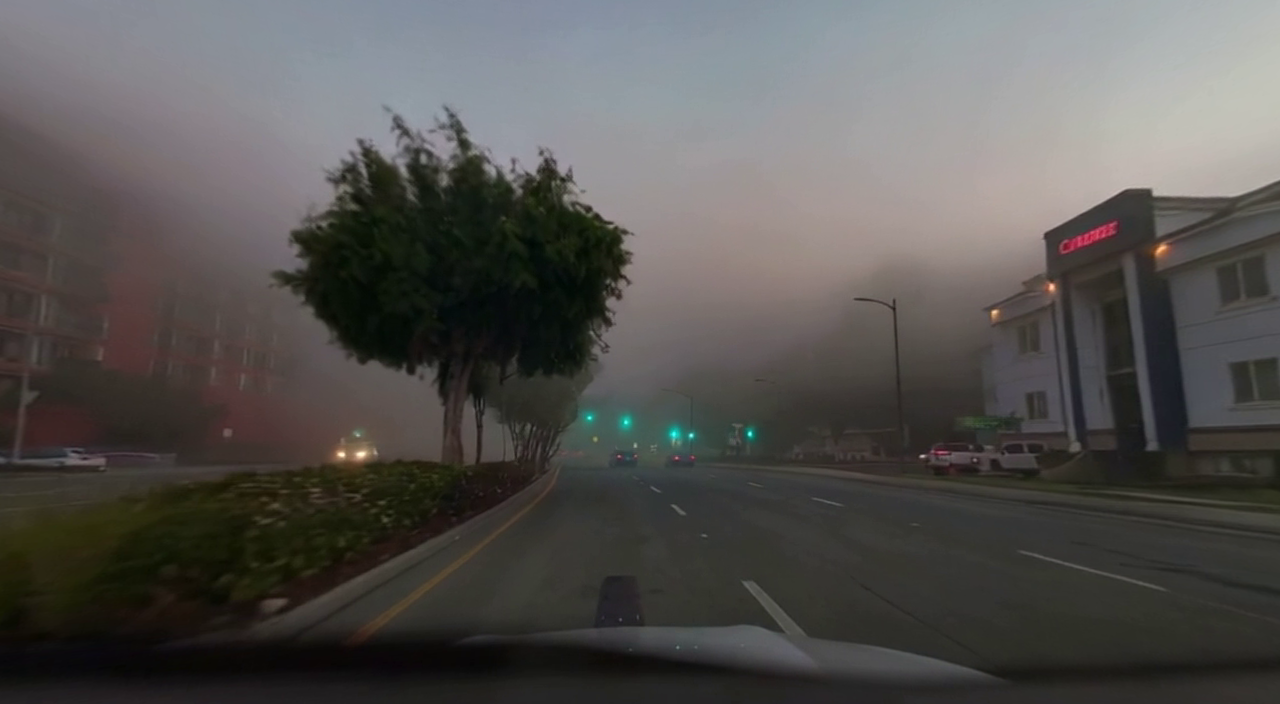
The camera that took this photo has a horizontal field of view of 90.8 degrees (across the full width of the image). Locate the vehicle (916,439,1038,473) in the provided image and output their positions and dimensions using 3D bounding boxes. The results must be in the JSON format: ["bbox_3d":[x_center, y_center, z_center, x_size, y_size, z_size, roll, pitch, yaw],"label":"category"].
[{"bbox_3d":[15.690,4.850,29.546,4.648,1.510,1.891,0,-9,-5],"label":"vehicle"}]

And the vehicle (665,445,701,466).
[{"bbox_3d":[3.134,7.659,46.802,1.932,1.439,4.159,1,-9,-7],"label":"vehicle"}]

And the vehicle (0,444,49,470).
[{"bbox_3d":[-41.820,6.880,41.454,1.869,1.599,4.572,1,-9,-6],"label":"vehicle"}]

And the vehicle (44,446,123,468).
[{"bbox_3d":[-42.558,8.022,48.470,1.904,1.573,4.827,1,-9,-5],"label":"vehicle"}]

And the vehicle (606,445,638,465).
[{"bbox_3d":[-1.461,8.043,49.690,2.020,1.479,4.650,1,-9,-8],"label":"vehicle"}]
